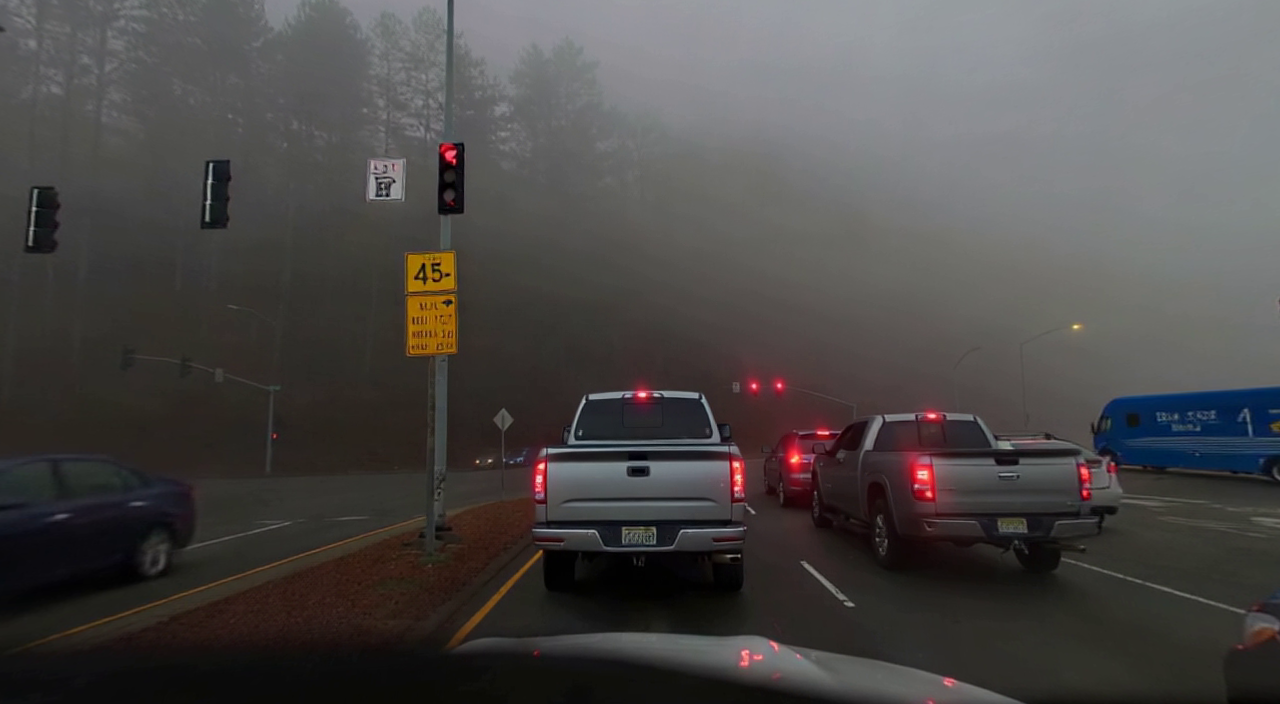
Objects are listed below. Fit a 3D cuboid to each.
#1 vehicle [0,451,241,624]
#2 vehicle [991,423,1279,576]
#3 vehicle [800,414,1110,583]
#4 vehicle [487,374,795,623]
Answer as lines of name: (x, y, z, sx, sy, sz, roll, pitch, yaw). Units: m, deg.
vehicle: (-7.334, 1.960, 7.132, 2.410, 1.596, 4.931, 0, -8, 0)
vehicle: (6.837, 1.739, 8.284, 1.973, 1.470, 4.228, 0, -8, -1)
vehicle: (3.572, 1.716, 8.181, 1.981, 1.616, 4.006, 0, -8, 1)
vehicle: (0.044, 1.472, 7.343, 2.326, 1.880, 4.964, 0, -8, 1)
